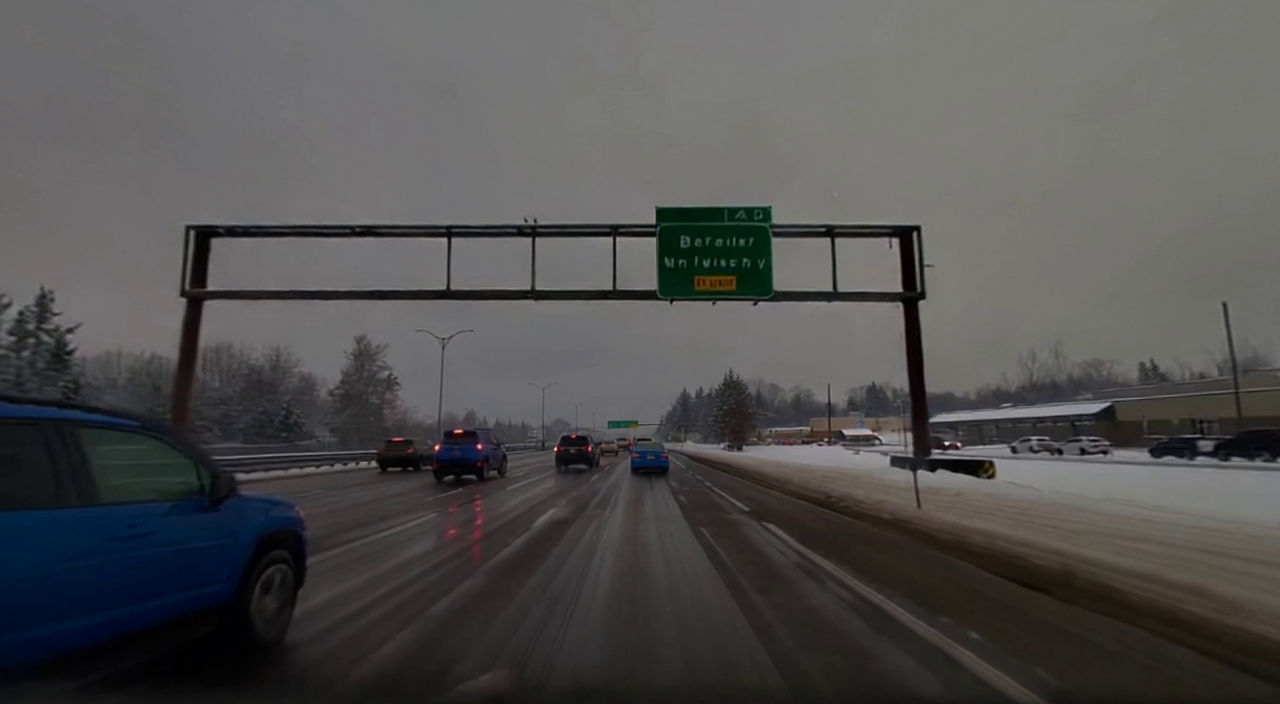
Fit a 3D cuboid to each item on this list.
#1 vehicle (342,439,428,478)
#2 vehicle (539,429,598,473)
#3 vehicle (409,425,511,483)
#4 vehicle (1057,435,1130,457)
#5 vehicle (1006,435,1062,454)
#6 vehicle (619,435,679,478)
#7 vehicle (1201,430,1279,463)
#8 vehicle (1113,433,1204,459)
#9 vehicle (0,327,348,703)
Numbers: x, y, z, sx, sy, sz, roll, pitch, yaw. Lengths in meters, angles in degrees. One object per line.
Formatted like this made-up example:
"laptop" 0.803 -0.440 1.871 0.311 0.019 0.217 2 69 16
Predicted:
"vehicle" -9.934 4.152 24.911 1.774 1.408 3.917 0 -8 0
"vehicle" -2.996 4.275 27.408 2.007 1.730 4.412 0 -8 0
"vehicle" -6.210 3.588 22.446 2.125 1.804 4.864 0 -8 1
"vehicle" 30.532 6.360 42.654 1.598 1.384 4.580 0 -8 1
"vehicle" 30.542 7.190 49.023 1.656 1.442 4.167 0 -8 1
"vehicle" 0.348 3.933 24.036 2.090 1.474 3.970 0 -8 1
"vehicle" 30.396 4.612 30.834 1.838 1.491 4.554 0 -8 2
"vehicle" 30.438 5.529 37.172 1.722 1.461 4.302 0 -8 1
"vehicle" -3.222 0.810 2.510 1.961 1.687 4.453 0 -8 0
